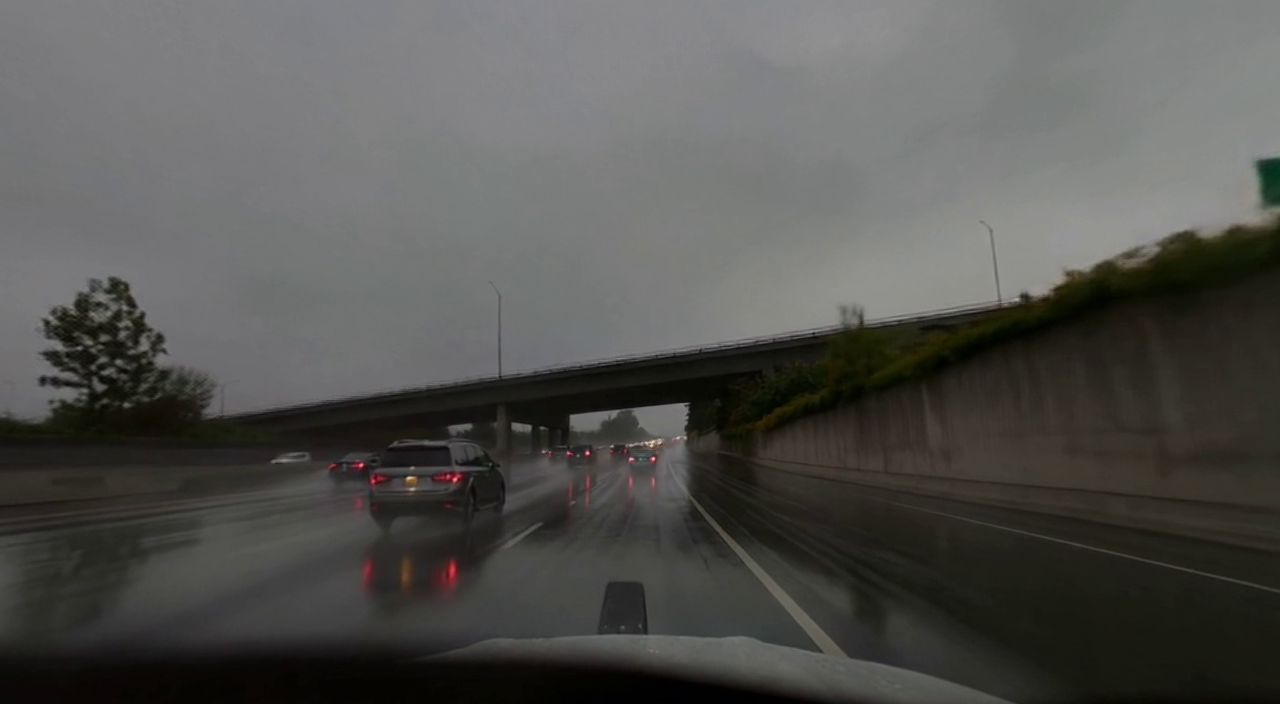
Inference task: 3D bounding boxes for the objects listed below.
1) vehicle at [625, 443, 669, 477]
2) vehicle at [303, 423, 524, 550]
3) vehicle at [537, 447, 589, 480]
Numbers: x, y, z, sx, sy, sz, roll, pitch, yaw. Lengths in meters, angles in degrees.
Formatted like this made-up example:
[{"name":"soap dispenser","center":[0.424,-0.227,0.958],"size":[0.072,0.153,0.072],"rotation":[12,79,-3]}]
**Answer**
[{"name":"vehicle","center":[0.327,5.614,32.969],"size":[2.160,1.678,4.178],"rotation":[0,-8,0]},{"name":"vehicle","center":[-3.612,2.221,11.128],"size":[2.161,1.759,4.482],"rotation":[0,-8,1]},{"name":"vehicle","center":[-3.794,5.574,31.759],"size":[1.997,1.490,4.471],"rotation":[0,-8,1]}]
